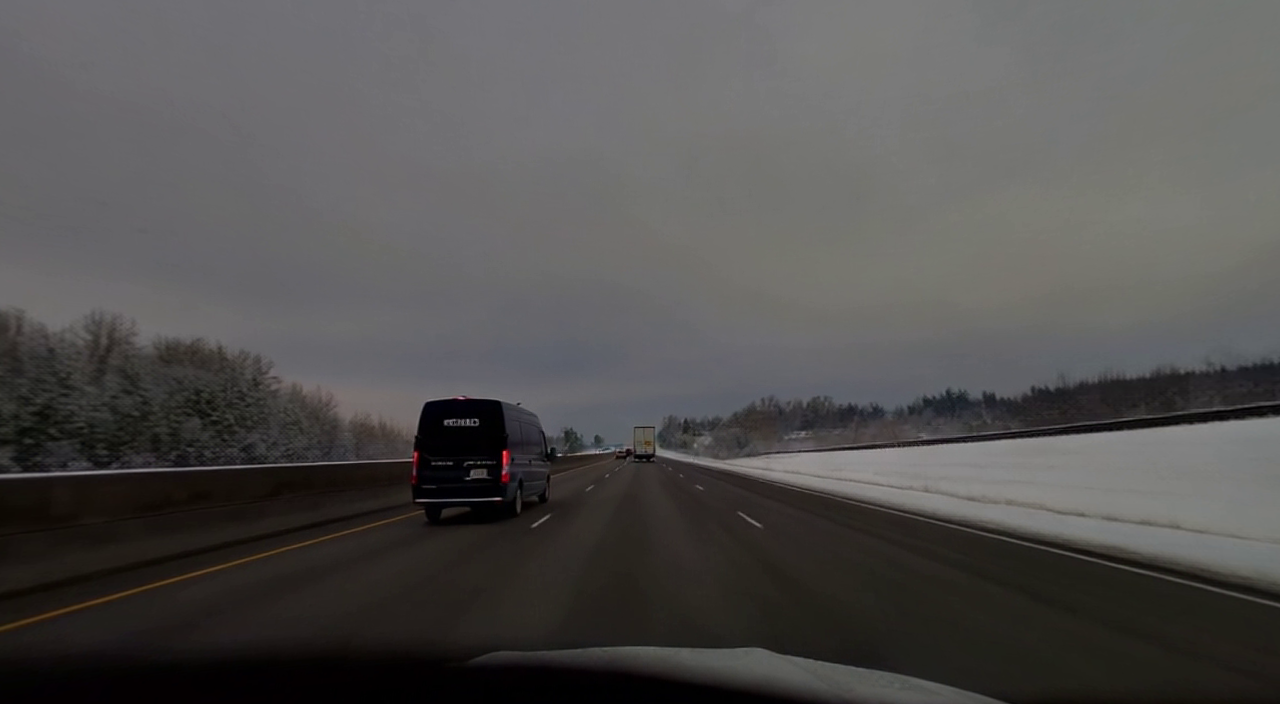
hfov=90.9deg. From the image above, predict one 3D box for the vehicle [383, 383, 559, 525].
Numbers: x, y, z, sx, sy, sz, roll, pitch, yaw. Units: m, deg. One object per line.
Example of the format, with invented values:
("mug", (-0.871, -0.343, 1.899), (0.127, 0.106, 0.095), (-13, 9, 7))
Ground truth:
("vehicle", (-3.605, 2.427, 15.337), (2.320, 2.636, 7.021), (0, -9, 0))
